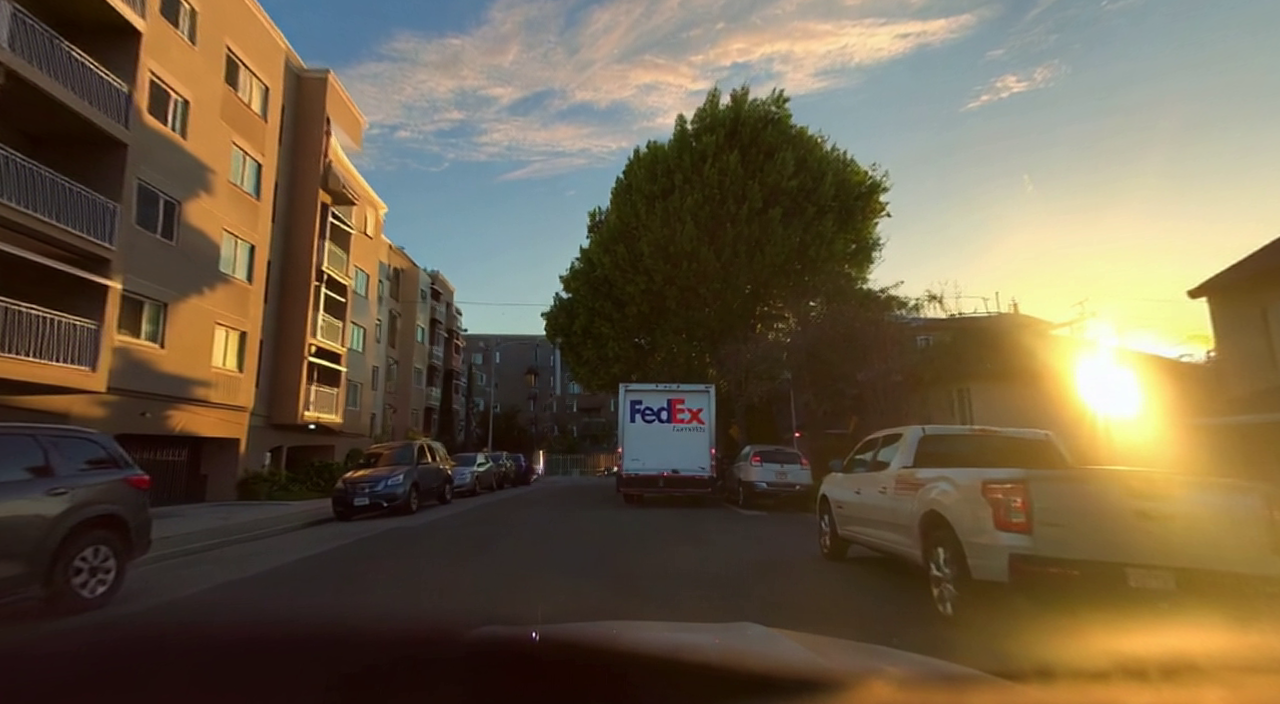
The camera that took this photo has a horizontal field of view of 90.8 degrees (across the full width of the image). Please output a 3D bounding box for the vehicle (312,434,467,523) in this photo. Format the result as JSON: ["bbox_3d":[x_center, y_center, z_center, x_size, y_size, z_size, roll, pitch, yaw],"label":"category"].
[{"bbox_3d":[-5.940,3.031,15.745,2.020,1.867,4.654,0,-9,-1],"label":"vehicle"}]

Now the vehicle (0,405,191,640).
[{"bbox_3d":[-5.886,1.260,4.558,2.089,1.757,4.256,0,-9,0],"label":"vehicle"}]

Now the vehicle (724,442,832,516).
[{"bbox_3d":[3.344,3.130,16.093,1.868,1.623,3.815,0,-9,0],"label":"vehicle"}]

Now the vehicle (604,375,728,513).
[{"bbox_3d":[0.545,2.805,19.273,2.930,3.275,8.180,0,-9,-1],"label":"vehicle"}]

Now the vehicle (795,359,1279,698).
[{"bbox_3d":[3.454,1.449,6.590,2.221,1.991,5.564,0,-9,0],"label":"vehicle"}]
